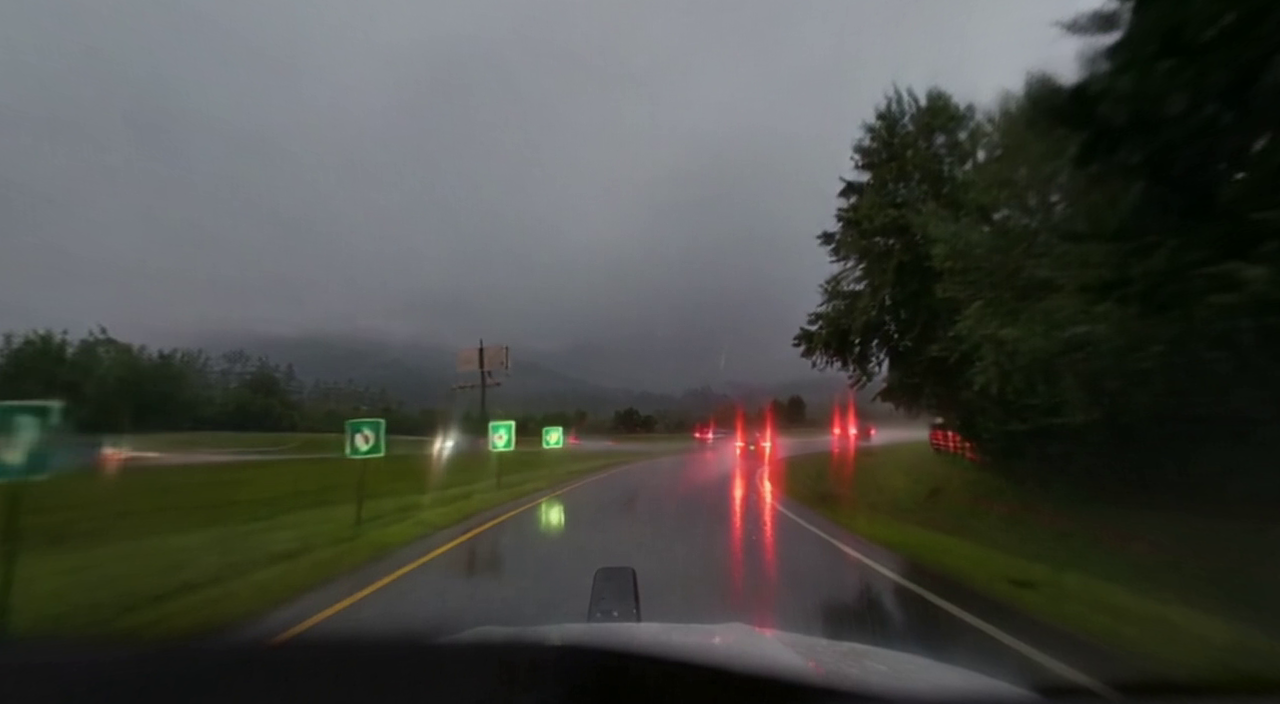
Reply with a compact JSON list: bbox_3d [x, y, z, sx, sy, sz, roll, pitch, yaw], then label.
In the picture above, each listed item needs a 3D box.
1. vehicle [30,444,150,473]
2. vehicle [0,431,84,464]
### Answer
[{"bbox_3d":[-32.241,6.245,37.119,4.843,1.579,2.135,3,-9,-26],"label":"vehicle"},{"bbox_3d":[-46.816,7.373,48.613,5.125,2.397,2.446,4,-9,-27],"label":"vehicle"}]
